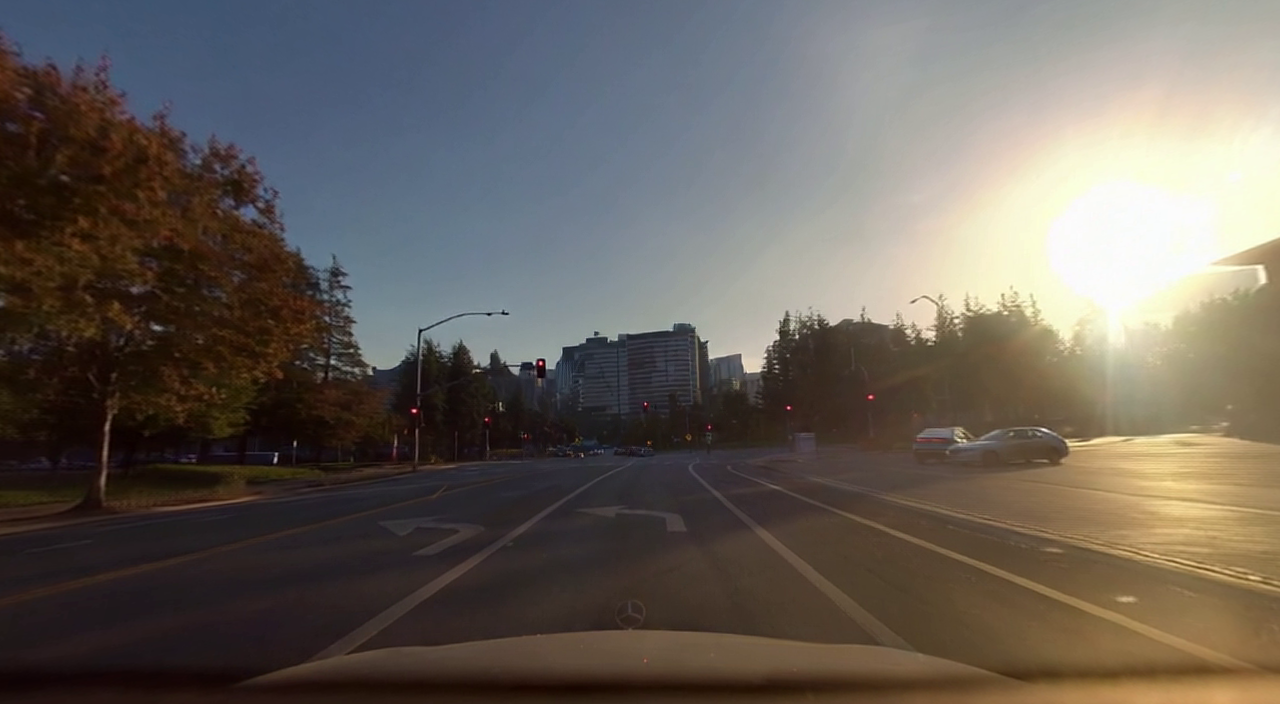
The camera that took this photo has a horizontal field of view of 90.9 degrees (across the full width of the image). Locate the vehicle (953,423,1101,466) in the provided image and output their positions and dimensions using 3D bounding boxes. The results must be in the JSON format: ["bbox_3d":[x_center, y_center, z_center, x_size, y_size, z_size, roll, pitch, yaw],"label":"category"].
[{"bbox_3d":[14.068,3.390,23.122,4.167,1.476,1.871,0,-9,-1],"label":"vehicle"}]
